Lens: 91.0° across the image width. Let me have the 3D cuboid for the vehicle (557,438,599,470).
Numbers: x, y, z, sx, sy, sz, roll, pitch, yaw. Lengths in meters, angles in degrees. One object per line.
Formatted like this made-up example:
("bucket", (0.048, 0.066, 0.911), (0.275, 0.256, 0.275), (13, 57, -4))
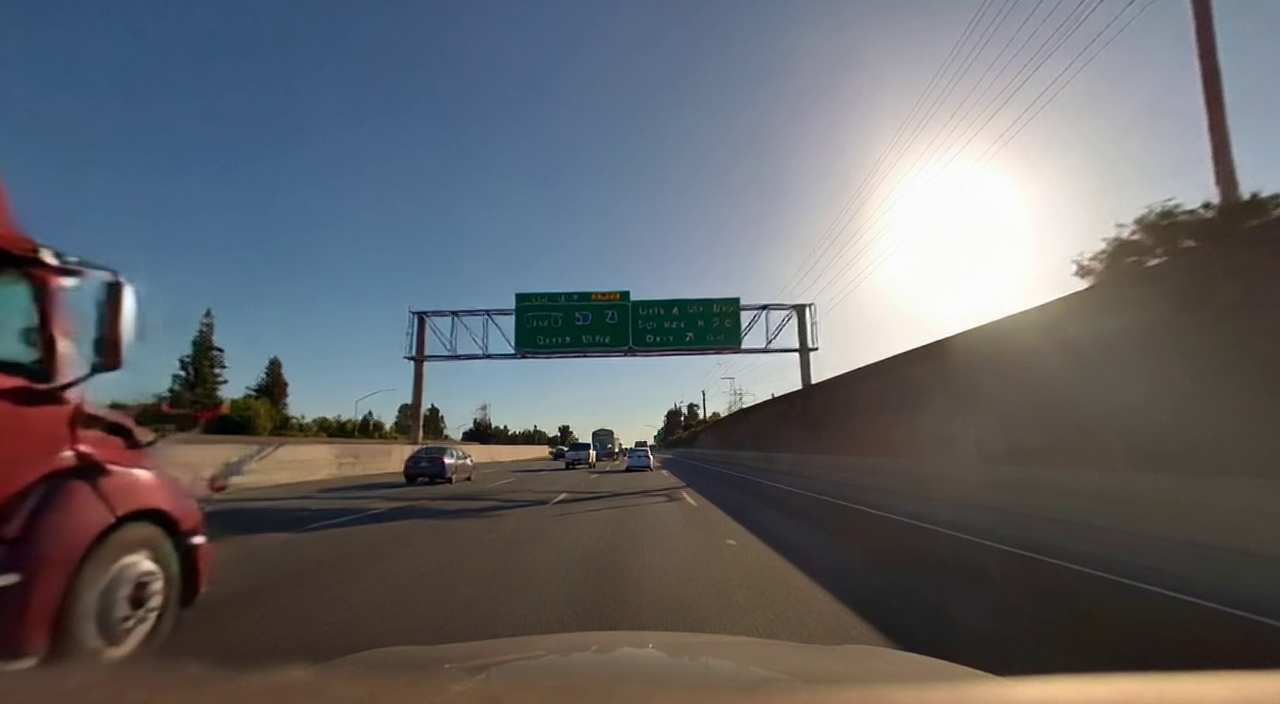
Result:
("vehicle", (-3.761, 6.284, 39.055), (2.109, 1.840, 4.614), (0, -9, 1))

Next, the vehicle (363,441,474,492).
("vehicle", (-7.265, 3.795, 21.249), (2.025, 1.510, 4.582), (0, -9, 1))

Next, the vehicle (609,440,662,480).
("vehicle", (-0.176, 4.761, 27.988), (2.178, 1.640, 4.071), (0, -9, 1))
